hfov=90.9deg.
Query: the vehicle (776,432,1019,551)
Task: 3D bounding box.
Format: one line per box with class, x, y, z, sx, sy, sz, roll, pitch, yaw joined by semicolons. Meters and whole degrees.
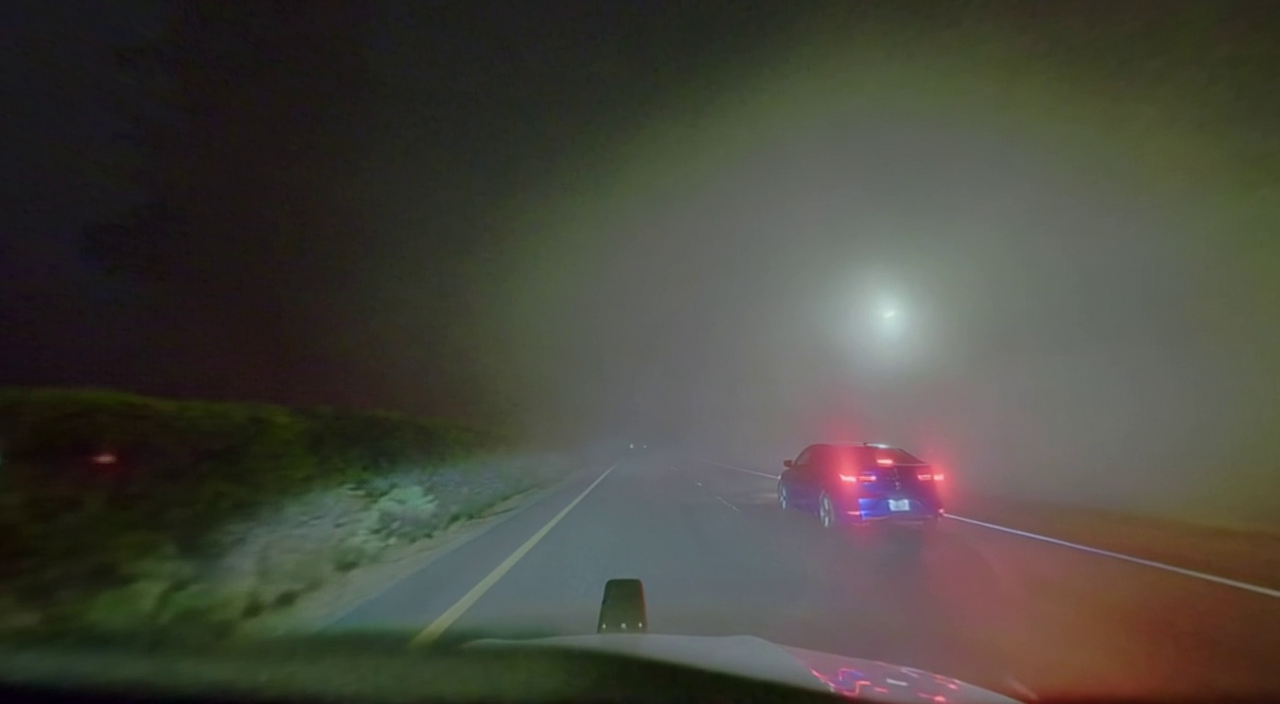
vehicle;3.711;2.082;10.176;2.003;1.466;4.441;0;-8;0
